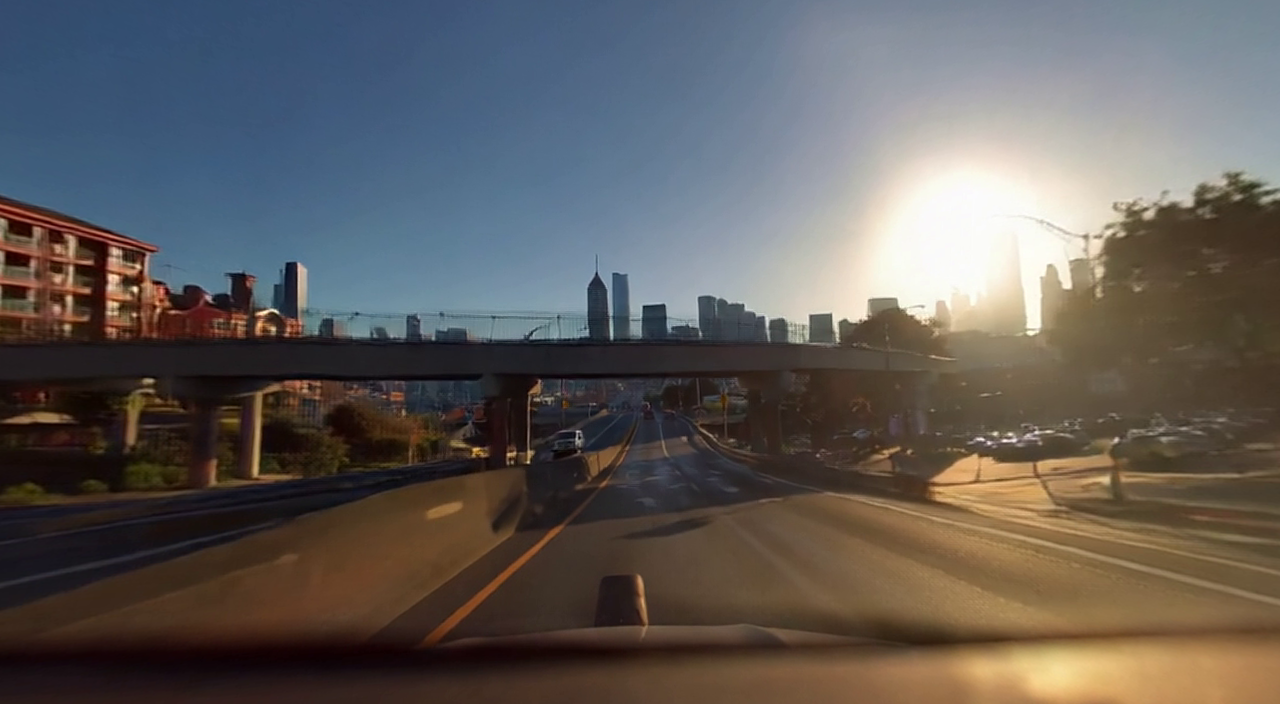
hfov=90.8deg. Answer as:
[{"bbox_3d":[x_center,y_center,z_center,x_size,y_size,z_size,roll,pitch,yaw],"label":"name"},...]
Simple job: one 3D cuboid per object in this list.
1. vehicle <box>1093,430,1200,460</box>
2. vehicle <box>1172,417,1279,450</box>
[{"bbox_3d":[28.663,5.265,35.871,4.400,1.614,1.916,0,-8,-1],"label":"vehicle"},{"bbox_3d":[33.382,4.654,35.979,4.348,1.783,2.038,1,-8,-3],"label":"vehicle"}]
